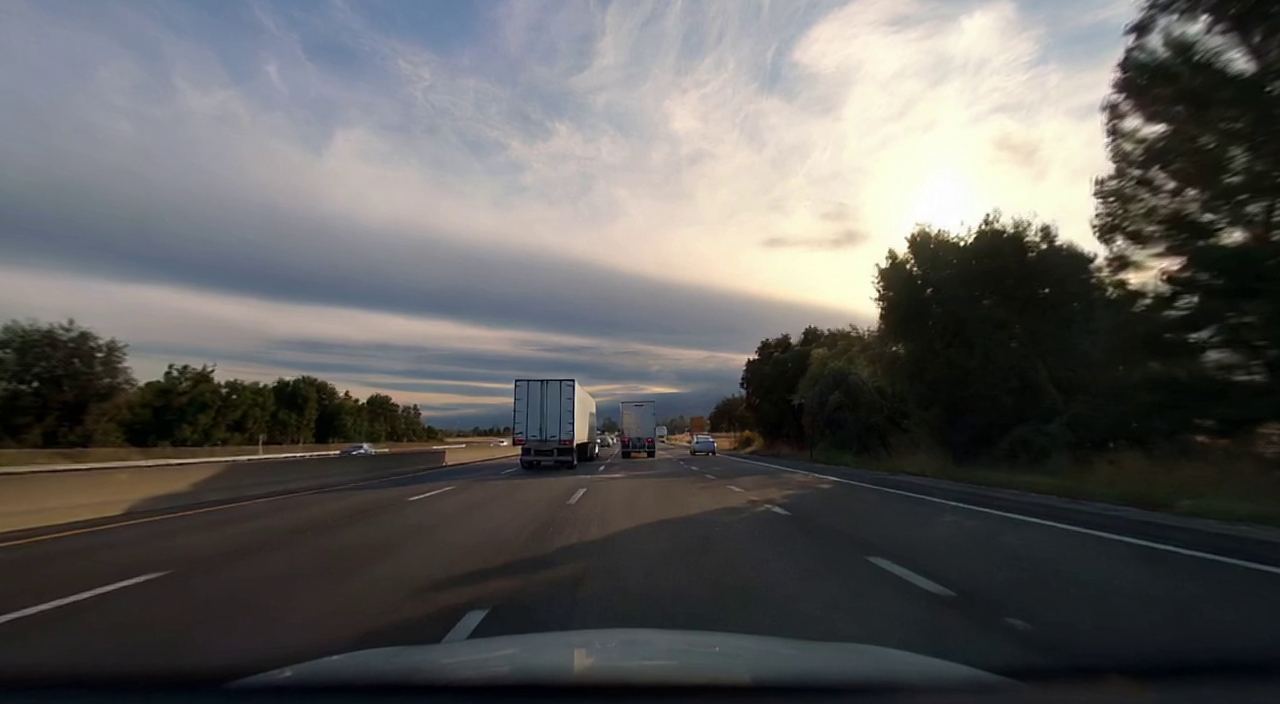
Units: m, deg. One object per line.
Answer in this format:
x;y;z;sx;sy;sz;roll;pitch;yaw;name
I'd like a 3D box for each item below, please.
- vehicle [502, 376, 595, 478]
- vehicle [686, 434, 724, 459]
-3.318;3.011;24.783;2.728;3.405;7.096;0;-8;-1;vehicle
4.054;5.942;39.697;1.891;1.477;3.599;0;-8;-2;vehicle
